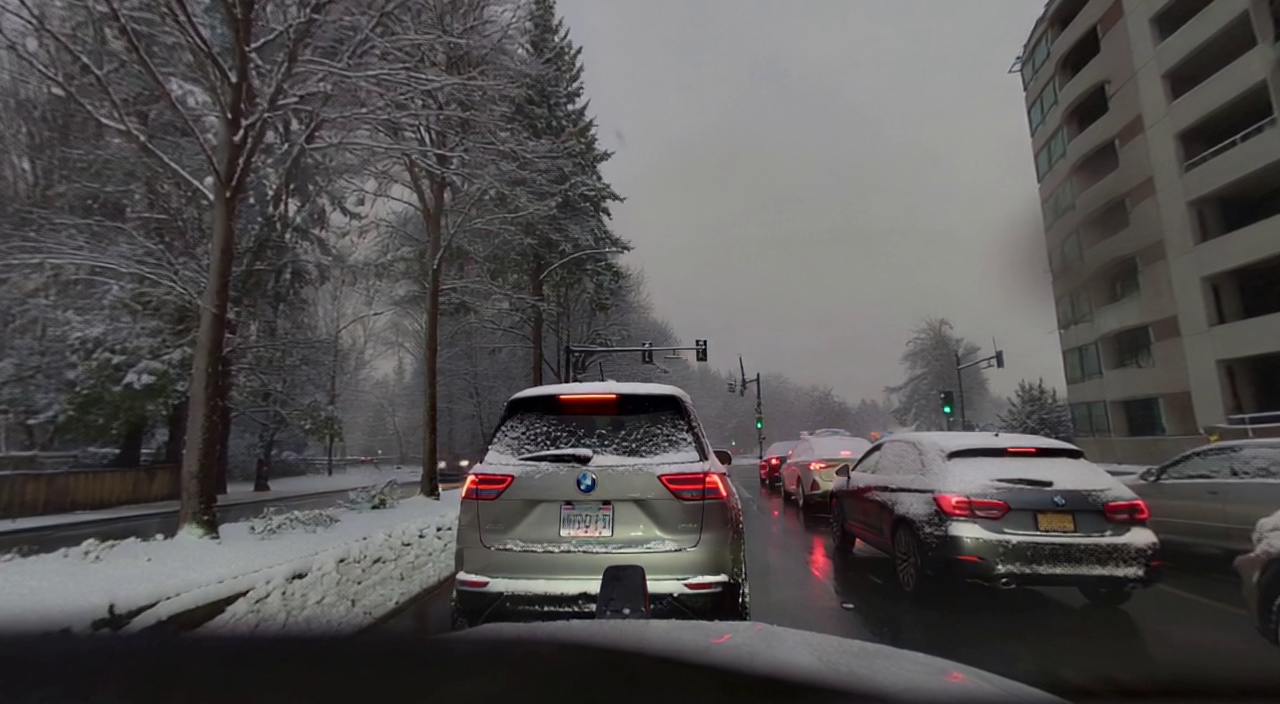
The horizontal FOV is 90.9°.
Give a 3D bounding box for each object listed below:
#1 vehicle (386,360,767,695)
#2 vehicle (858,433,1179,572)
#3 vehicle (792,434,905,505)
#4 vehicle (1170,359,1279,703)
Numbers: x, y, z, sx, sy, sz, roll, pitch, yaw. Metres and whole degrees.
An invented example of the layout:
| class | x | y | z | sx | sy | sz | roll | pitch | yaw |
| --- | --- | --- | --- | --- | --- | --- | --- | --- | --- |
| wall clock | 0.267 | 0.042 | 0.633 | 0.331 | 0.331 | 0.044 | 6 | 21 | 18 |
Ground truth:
| class | x | y | z | sx | sy | sz | roll | pitch | yaw |
| --- | --- | --- | --- | --- | --- | --- | --- | --- | --- |
| vehicle | -0.210 | 1.233 | 5.556 | 2.021 | 1.742 | 4.295 | -1 | -8 | 4 |
| vehicle | 4.896 | 1.970 | 9.167 | 1.963 | 1.480 | 4.553 | 0 | -8 | 2 |
| vehicle | 5.330 | 3.032 | 16.714 | 1.994 | 1.638 | 4.100 | -1 | -8 | 6 |
| vehicle | 4.061 | 0.609 | 1.115 | 1.993 | 1.719 | 4.953 | 0 | -8 | 1 |
